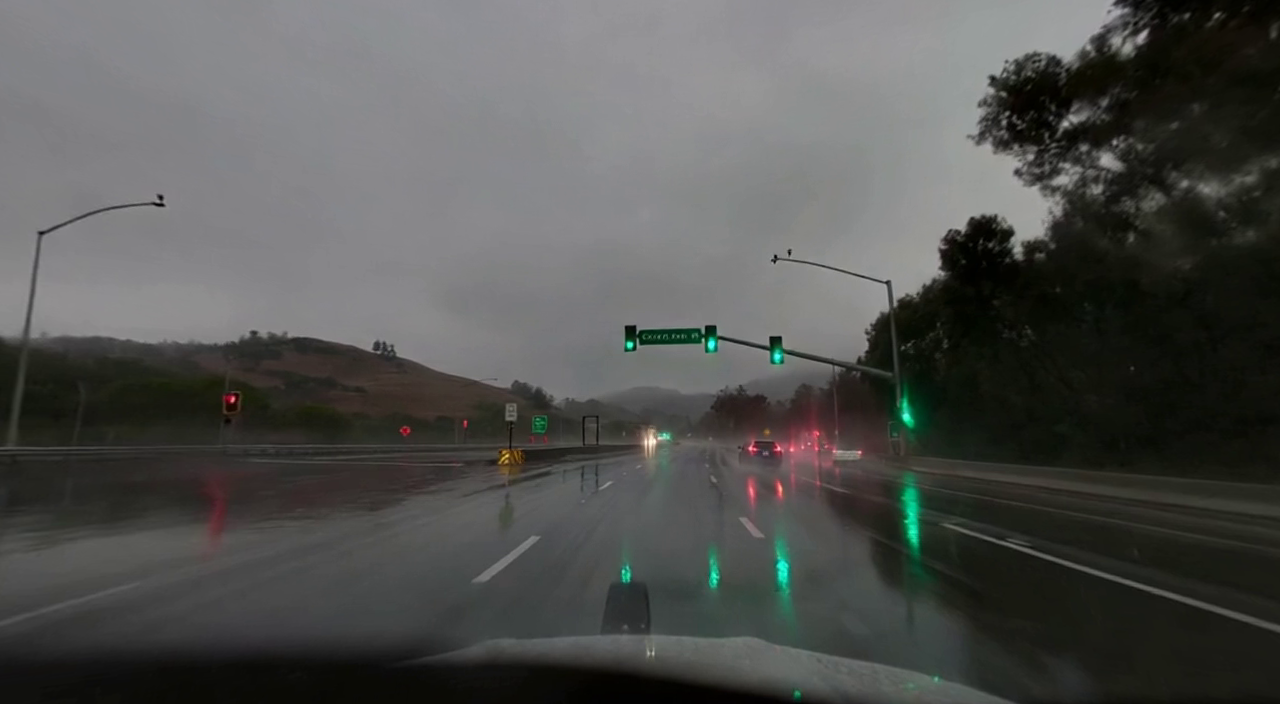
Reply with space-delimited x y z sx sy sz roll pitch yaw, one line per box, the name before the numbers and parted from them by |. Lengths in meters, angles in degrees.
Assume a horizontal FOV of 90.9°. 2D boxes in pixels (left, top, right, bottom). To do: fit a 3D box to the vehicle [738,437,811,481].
vehicle | 4.932 3.995 23.783 1.916 1.469 4.481 0 -8 2
